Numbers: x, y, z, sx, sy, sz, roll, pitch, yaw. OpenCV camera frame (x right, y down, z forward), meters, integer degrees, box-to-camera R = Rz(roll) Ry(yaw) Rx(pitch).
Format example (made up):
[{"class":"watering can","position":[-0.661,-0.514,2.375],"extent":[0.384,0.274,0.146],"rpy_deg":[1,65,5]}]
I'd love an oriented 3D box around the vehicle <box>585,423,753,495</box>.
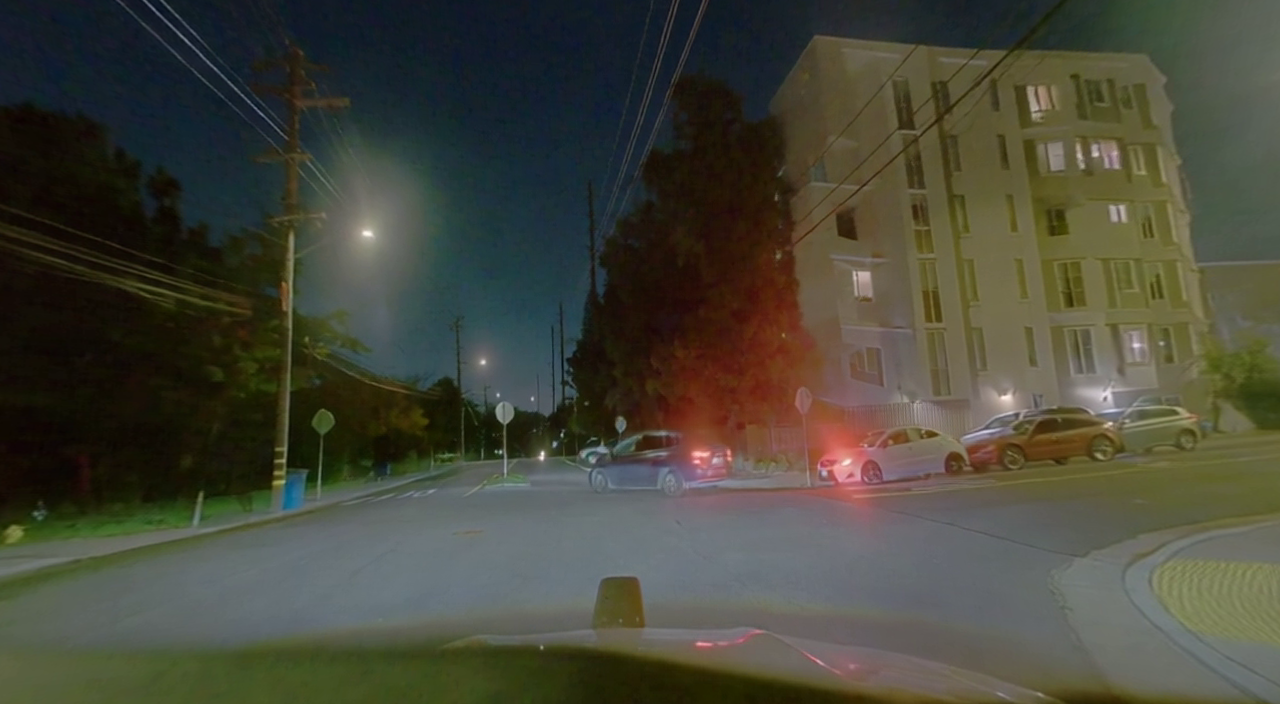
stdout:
[{"class":"vehicle","position":[0.729,3.156,18.923],"extent":[2.155,1.872,4.790],"rpy_deg":[8,-12,-44]}]

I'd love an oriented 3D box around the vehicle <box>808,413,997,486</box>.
[{"class":"vehicle","position":[7.903,2.963,19.220],"extent":[4.877,1.755,1.918],"rpy_deg":[-2,-10,-11]}]

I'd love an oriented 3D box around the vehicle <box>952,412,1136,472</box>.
[{"class":"vehicle","position":[12.934,2.902,20.353],"extent":[4.830,1.490,1.878],"rpy_deg":[-2,-11,-12]}]
